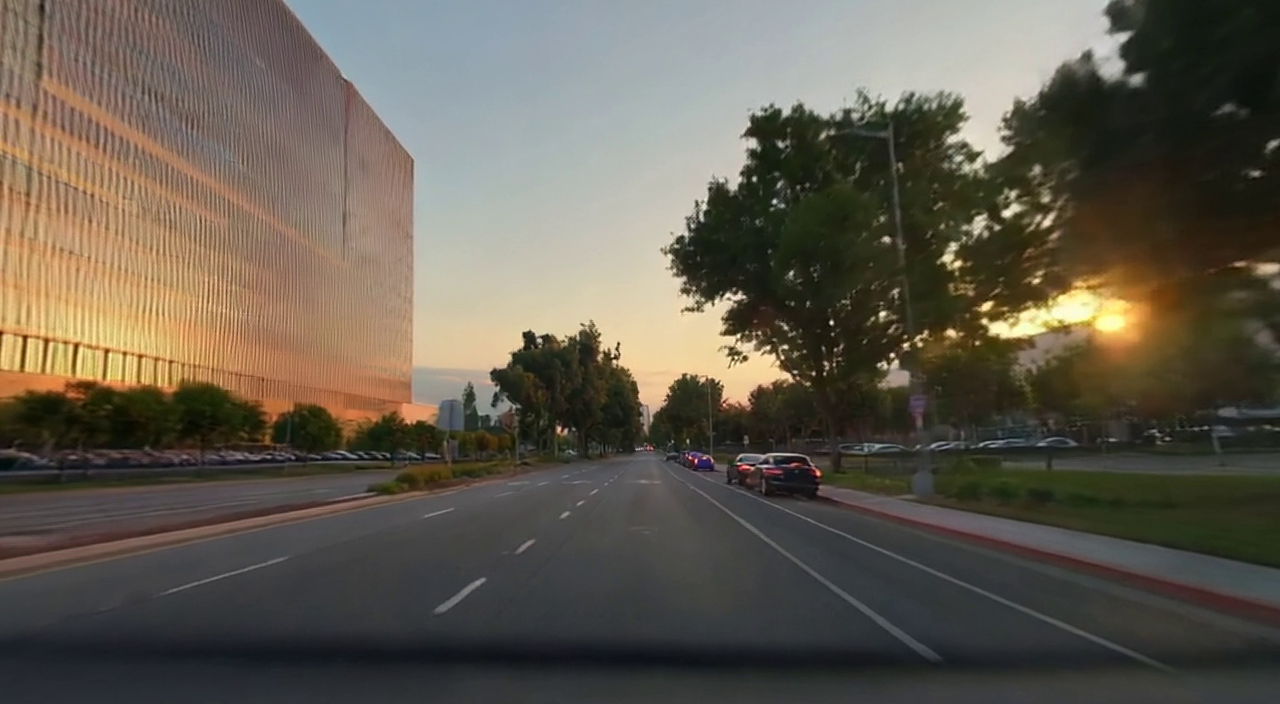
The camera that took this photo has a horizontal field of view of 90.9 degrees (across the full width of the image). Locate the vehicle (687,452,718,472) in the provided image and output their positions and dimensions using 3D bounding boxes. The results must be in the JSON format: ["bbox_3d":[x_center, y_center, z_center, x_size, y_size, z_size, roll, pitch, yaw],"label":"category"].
[{"bbox_3d":[4.844,8.580,49.264,1.872,1.420,4.201,0,-8,-1],"label":"vehicle"}]

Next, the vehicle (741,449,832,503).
[{"bbox_3d":[4.654,3.979,20.741,1.909,1.503,4.368,0,-8,0],"label":"vehicle"}]
